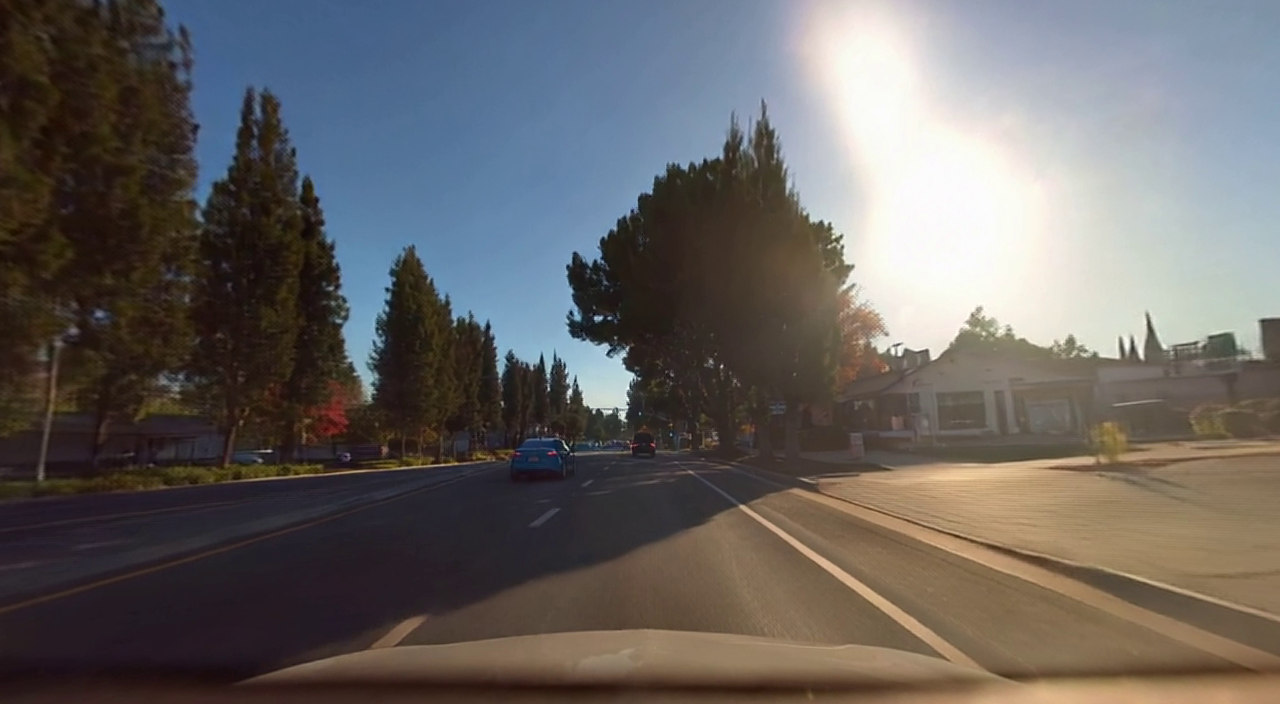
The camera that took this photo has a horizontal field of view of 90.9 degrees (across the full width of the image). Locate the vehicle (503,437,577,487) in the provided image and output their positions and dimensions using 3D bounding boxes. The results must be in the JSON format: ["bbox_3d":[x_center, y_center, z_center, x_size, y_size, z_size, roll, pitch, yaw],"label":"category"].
[{"bbox_3d":[-3.562,4.012,23.305,1.914,1.630,4.351,0,-8,1],"label":"vehicle"}]

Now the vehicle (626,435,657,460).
[{"bbox_3d":[0.110,7.032,46.479,2.213,1.778,4.107,0,-8,0],"label":"vehicle"}]
